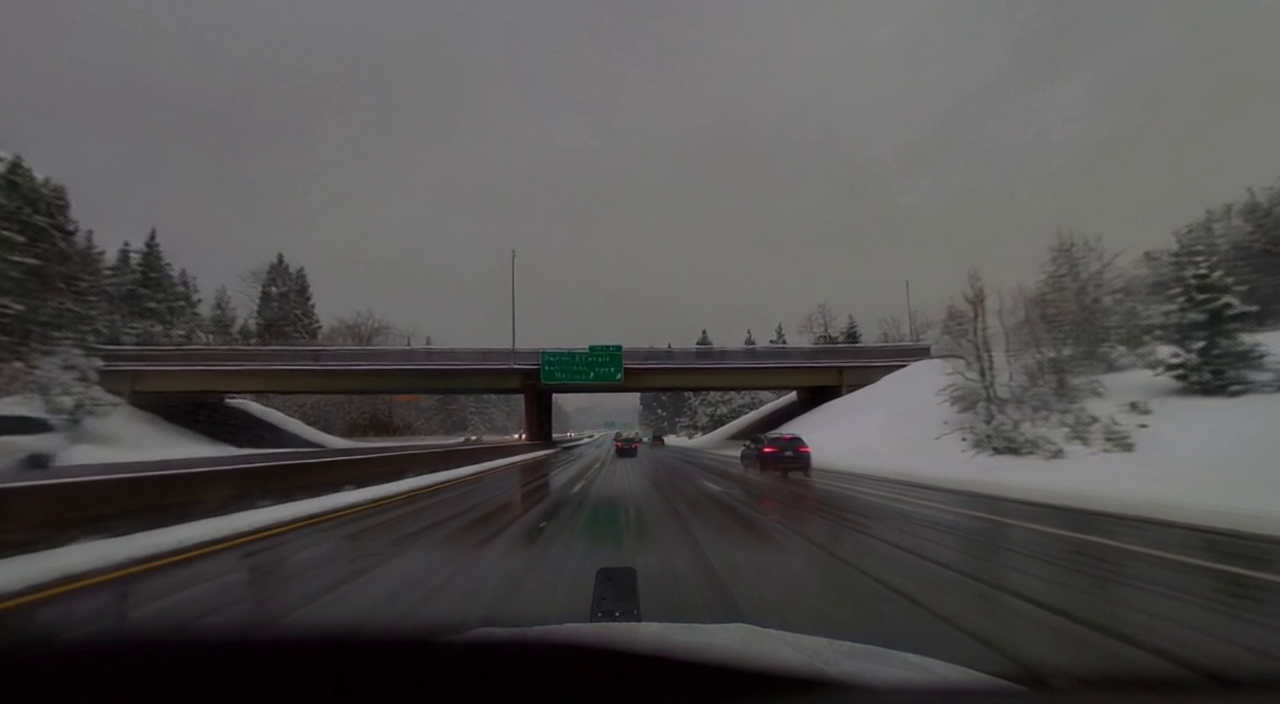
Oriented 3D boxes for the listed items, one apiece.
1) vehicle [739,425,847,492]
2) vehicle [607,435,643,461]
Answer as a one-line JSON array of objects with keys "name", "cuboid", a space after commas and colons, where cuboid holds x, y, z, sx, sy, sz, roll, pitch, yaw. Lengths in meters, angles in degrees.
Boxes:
[{"name": "vehicle", "cuboid": [4.009, 2.846, 17.188, 1.892, 1.600, 3.782, 1, -8, -2]}, {"name": "vehicle", "cuboid": [-0.894, 5.599, 37.056, 1.987, 1.440, 3.565, 1, -8, -2]}]
